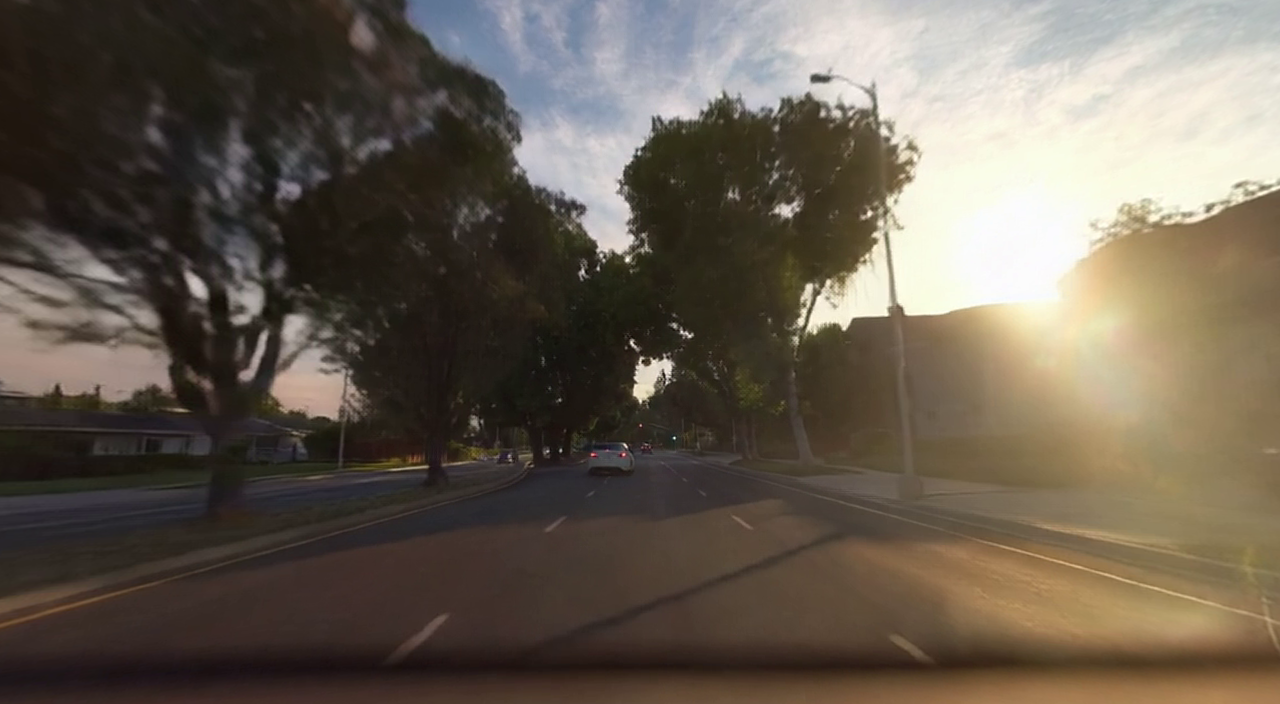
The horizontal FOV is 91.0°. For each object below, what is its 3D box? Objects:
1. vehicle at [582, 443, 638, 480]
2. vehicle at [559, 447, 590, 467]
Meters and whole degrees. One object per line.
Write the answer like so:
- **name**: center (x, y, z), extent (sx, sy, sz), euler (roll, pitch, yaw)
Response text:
- **vehicle**: center (-1.274, 4.971, 28.783), extent (2.106, 1.517, 4.375), euler (-1, -9, 3)
- **vehicle**: center (-5.006, 8.071, 48.688), extent (2.014, 1.472, 4.357), euler (0, -9, -2)
